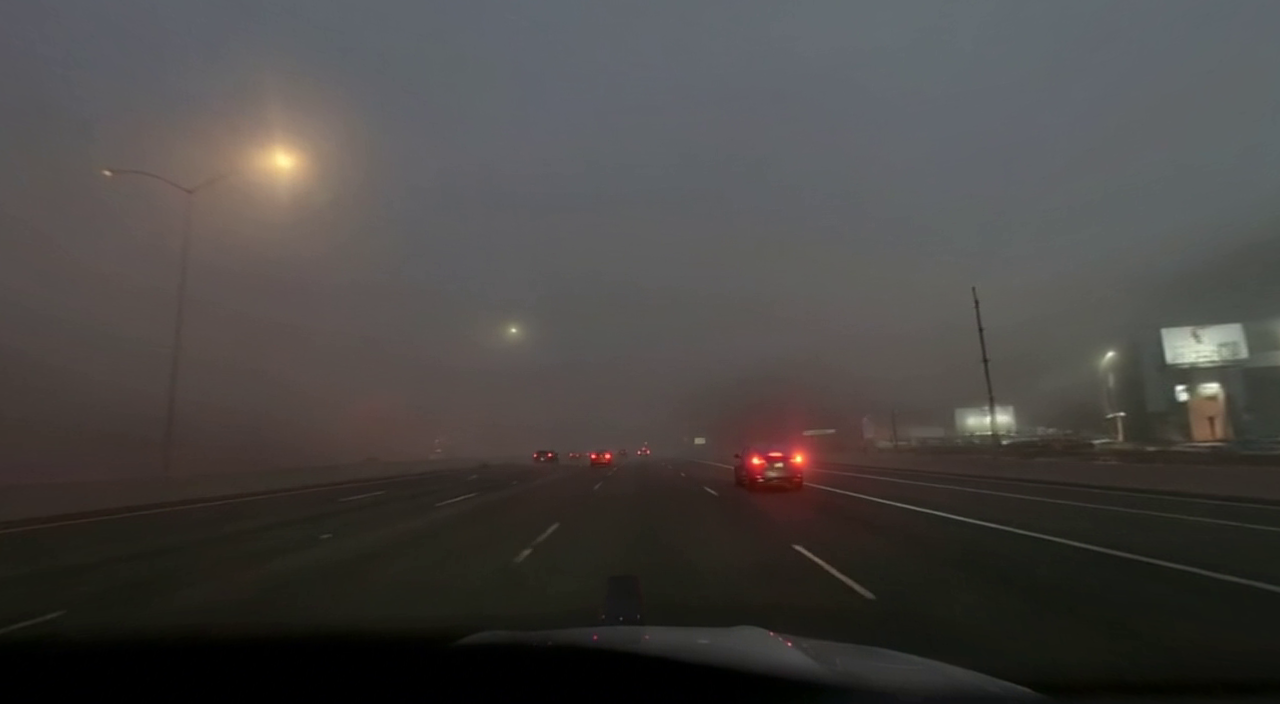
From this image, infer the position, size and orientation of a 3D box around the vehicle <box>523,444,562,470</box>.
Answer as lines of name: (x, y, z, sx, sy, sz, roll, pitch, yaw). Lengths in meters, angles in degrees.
vehicle: (-7.318, 7.930, 47.751, 2.112, 1.813, 4.716, -1, -9, 1)

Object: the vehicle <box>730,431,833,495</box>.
vehicle: (4.318, 3.485, 20.092, 2.109, 1.764, 4.704, 0, -9, -1)

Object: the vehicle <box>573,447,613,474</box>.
vehicle: (-2.818, 6.606, 38.692, 2.139, 1.510, 4.506, -1, -9, 0)
